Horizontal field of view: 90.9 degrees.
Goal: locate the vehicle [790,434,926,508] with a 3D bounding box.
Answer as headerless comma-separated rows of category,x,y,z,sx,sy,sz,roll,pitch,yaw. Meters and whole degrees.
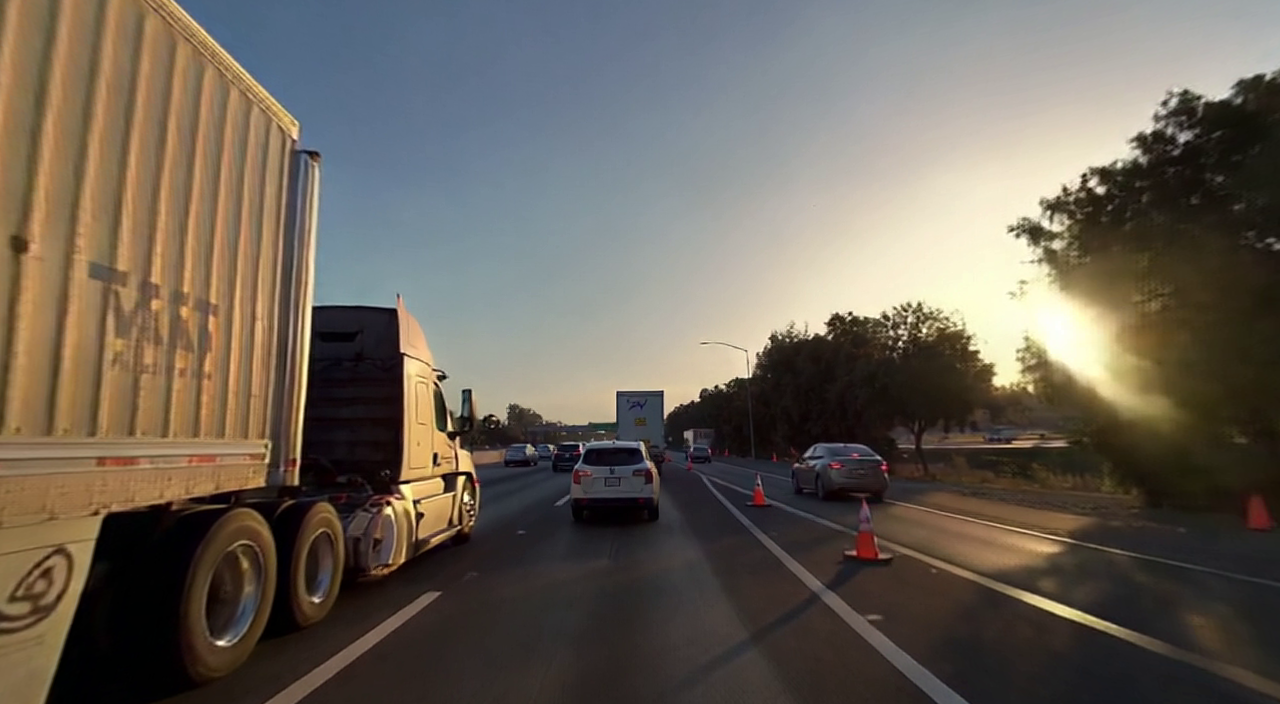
vehicle,5.239,2.900,15.792,1.937,1.601,3.798,0,-9,-2

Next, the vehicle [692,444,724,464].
vehicle,5.260,8.021,49.533,1.918,1.479,4.571,0,-9,-1

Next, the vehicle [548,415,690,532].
vehicle,-0.326,2.156,11.665,2.152,1.779,3.924,0,-9,0

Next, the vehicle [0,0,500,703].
vehicle,-3.703,-0.331,2.300,2.857,4.063,16.026,0,-8,0
